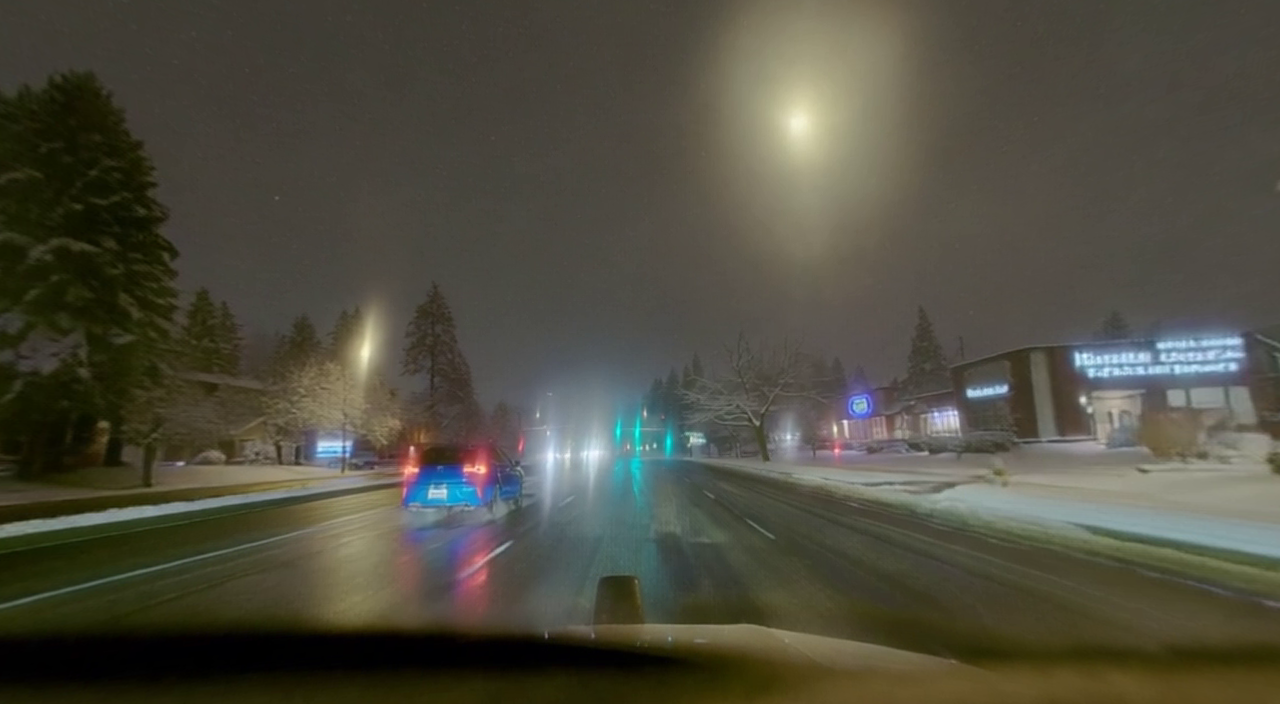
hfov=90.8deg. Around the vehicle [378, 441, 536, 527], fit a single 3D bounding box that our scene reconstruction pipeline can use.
[{"bbox_3d":[-3.501,2.592,13.038,2.005,1.477,4.169,0,-8,0],"label":"vehicle"}]
